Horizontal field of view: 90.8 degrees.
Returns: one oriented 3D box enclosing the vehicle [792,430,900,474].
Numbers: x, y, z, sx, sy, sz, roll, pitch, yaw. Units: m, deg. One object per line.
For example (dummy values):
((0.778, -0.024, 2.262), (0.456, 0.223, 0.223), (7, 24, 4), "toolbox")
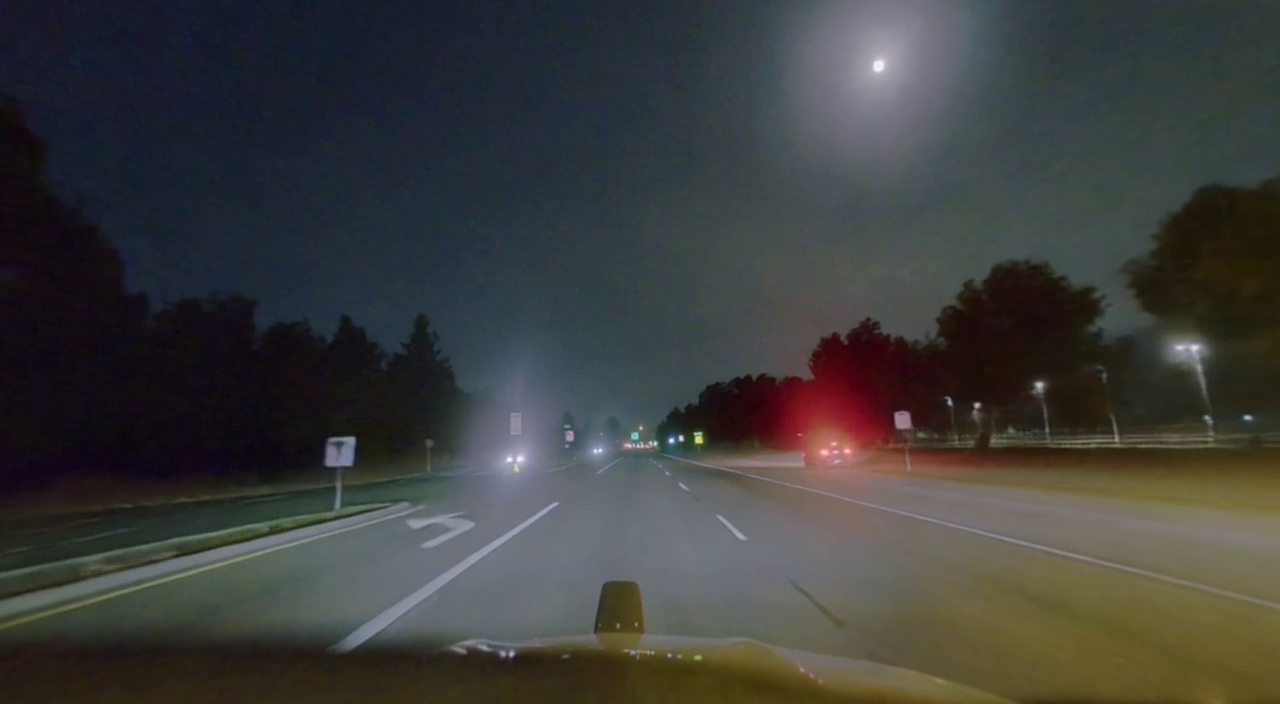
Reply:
((12.330, 5.993, 38.116), (5.581, 1.926, 2.324), (-7, -7, -1), "vehicle")
